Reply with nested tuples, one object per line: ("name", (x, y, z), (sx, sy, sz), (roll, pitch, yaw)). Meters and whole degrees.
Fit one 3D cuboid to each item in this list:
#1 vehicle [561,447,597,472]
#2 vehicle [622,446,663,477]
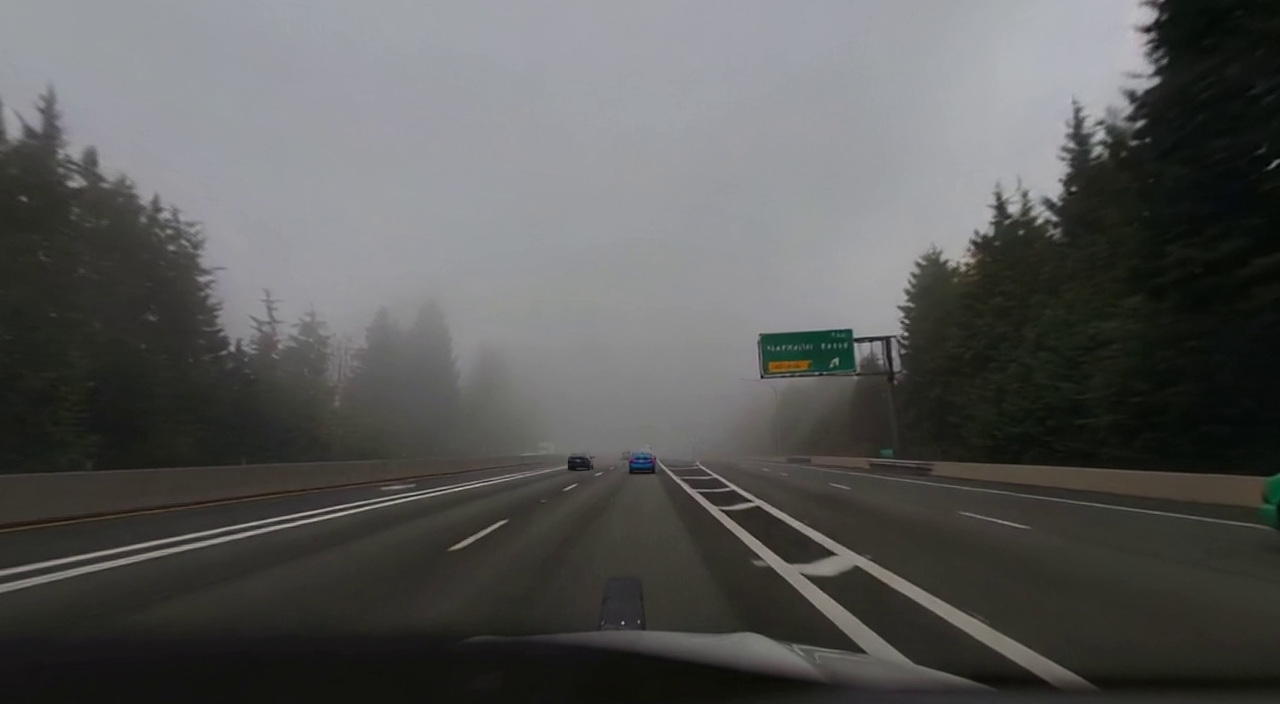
("vehicle", (-3.863, 6.847, 40.446), (1.877, 1.504, 3.799), (0, -9, 1))
("vehicle", (0.082, 5.612, 32.465), (2.002, 1.449, 3.612), (0, -9, -1))
